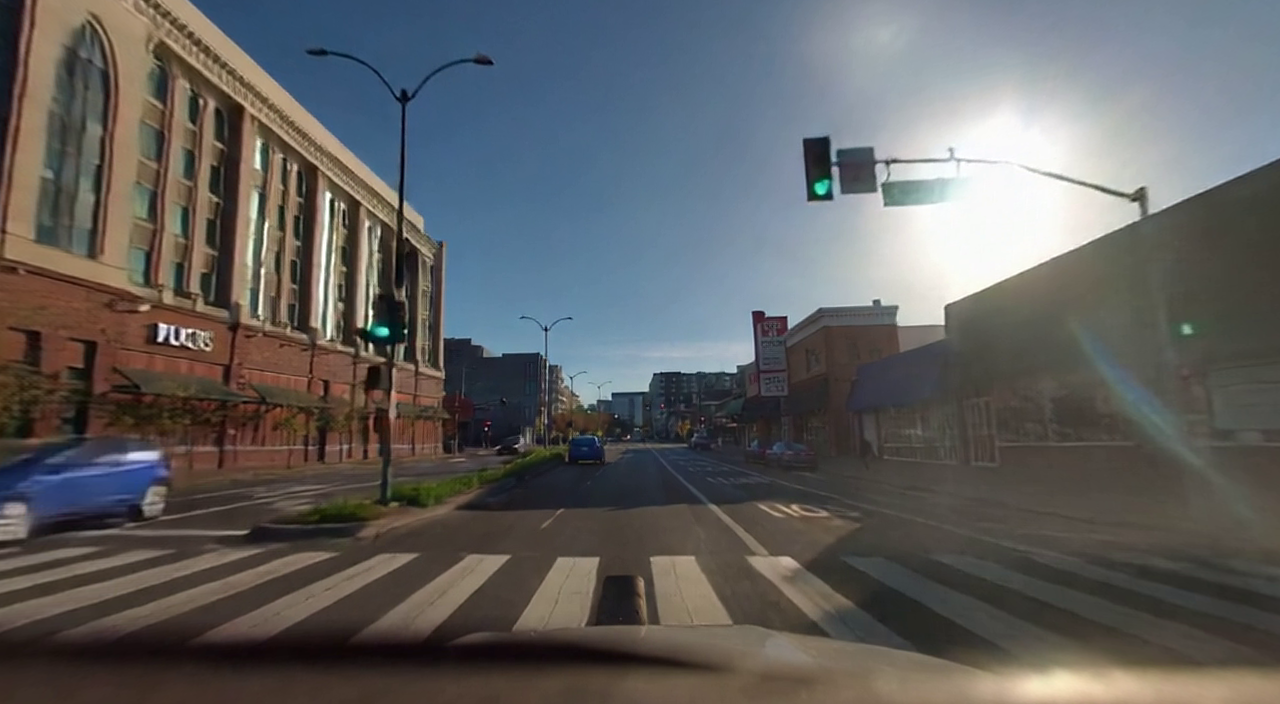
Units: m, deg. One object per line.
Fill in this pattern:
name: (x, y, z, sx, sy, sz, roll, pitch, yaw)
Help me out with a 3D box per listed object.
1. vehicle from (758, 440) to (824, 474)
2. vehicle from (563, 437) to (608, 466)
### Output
vehicle: (7.277, 5.060, 30.779, 1.968, 1.493, 4.878, 0, -8, -1)
vehicle: (-2.921, 5.454, 34.549, 2.078, 1.471, 4.217, 0, -8, 0)
